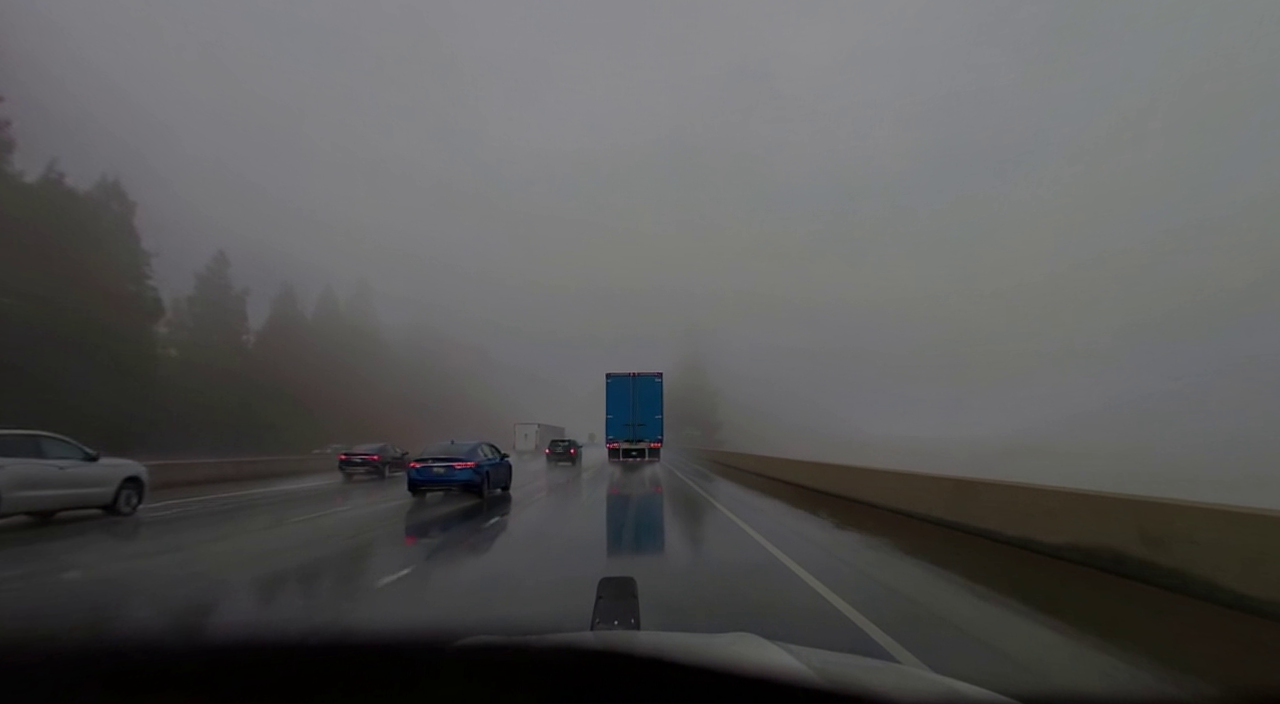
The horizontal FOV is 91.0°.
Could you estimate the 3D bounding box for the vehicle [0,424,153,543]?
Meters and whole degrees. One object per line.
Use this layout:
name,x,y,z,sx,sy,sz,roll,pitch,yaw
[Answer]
vehicle,-9.561,1.843,8.957,1.952,1.590,4.090,0,-8,0

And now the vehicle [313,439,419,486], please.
vehicle,-9.599,3.884,22.481,1.863,1.474,4.278,0,-8,0

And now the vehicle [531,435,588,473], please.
vehicle,-3.763,4.863,30.223,2.158,1.680,4.087,0,-8,1

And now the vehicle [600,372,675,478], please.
vehicle,-0.276,3.584,29.873,2.913,4.113,10.724,0,-8,-2

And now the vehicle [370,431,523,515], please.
vehicle,-4.103,2.624,14.163,2.164,1.582,3.979,0,-8,0
